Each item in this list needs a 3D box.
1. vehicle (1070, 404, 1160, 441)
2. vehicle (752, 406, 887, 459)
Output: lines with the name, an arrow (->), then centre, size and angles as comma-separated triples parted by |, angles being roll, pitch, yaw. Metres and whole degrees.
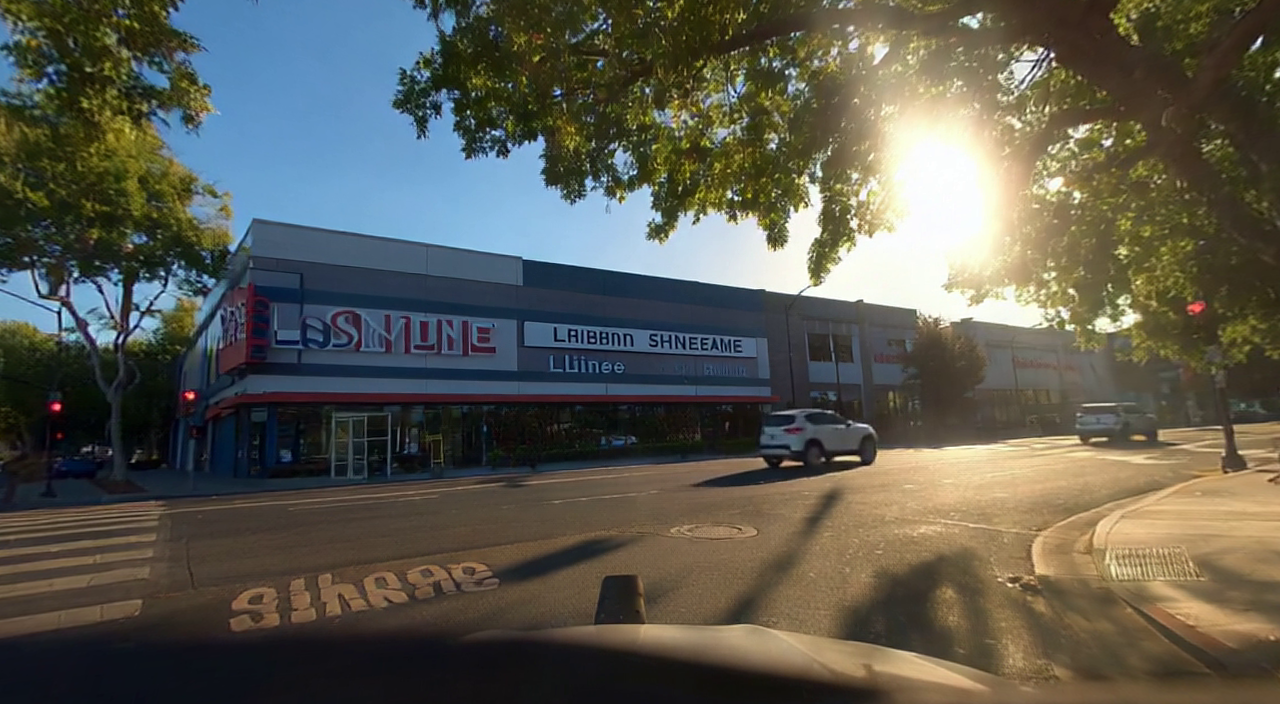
vehicle -> 22.766, 3.446, 30.219 | 4.377, 1.624, 1.953 | 6, -10, -33
vehicle -> 6.596, 2.985, 23.075 | 4.689, 1.758, 2.146 | 5, -10, -33
